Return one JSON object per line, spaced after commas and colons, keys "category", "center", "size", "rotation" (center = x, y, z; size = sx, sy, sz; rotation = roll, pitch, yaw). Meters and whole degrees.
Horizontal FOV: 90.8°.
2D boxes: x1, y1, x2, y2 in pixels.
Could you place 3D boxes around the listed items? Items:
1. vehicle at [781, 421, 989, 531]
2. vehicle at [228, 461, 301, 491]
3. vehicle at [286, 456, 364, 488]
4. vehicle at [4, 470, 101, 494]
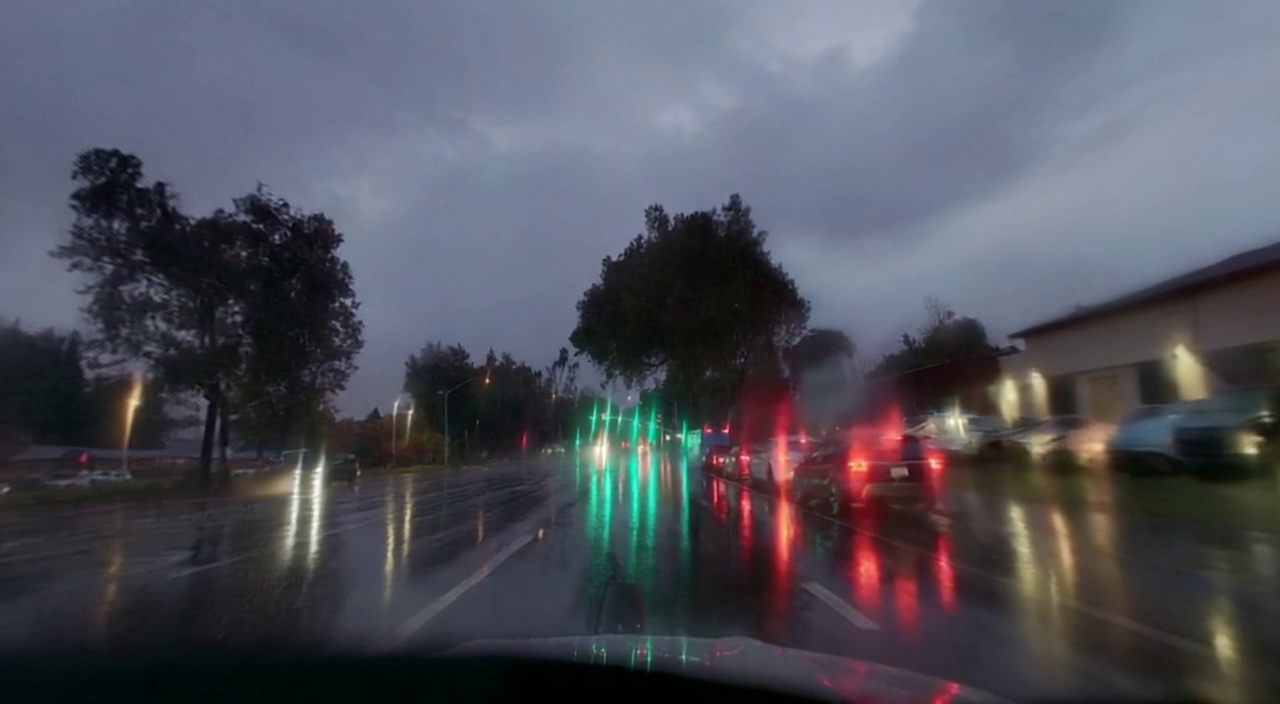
{"category": "vehicle", "center": [4.441, 2.329, 12.495], "size": [2.094, 1.731, 4.763], "rotation": [0, -8, -1]}
{"category": "vehicle", "center": [-28.818, 9.488, 48.561], "size": [4.426, 1.782, 2.056], "rotation": [-5, -8, 1]}
{"category": "vehicle", "center": [-19.570, 7.458, 39.577], "size": [2.166, 1.804, 4.897], "rotation": [-1, -8, 3]}
{"category": "vehicle", "center": [-41.492, 9.197, 44.681], "size": [4.609, 1.553, 2.129], "rotation": [0, -9, -1]}
